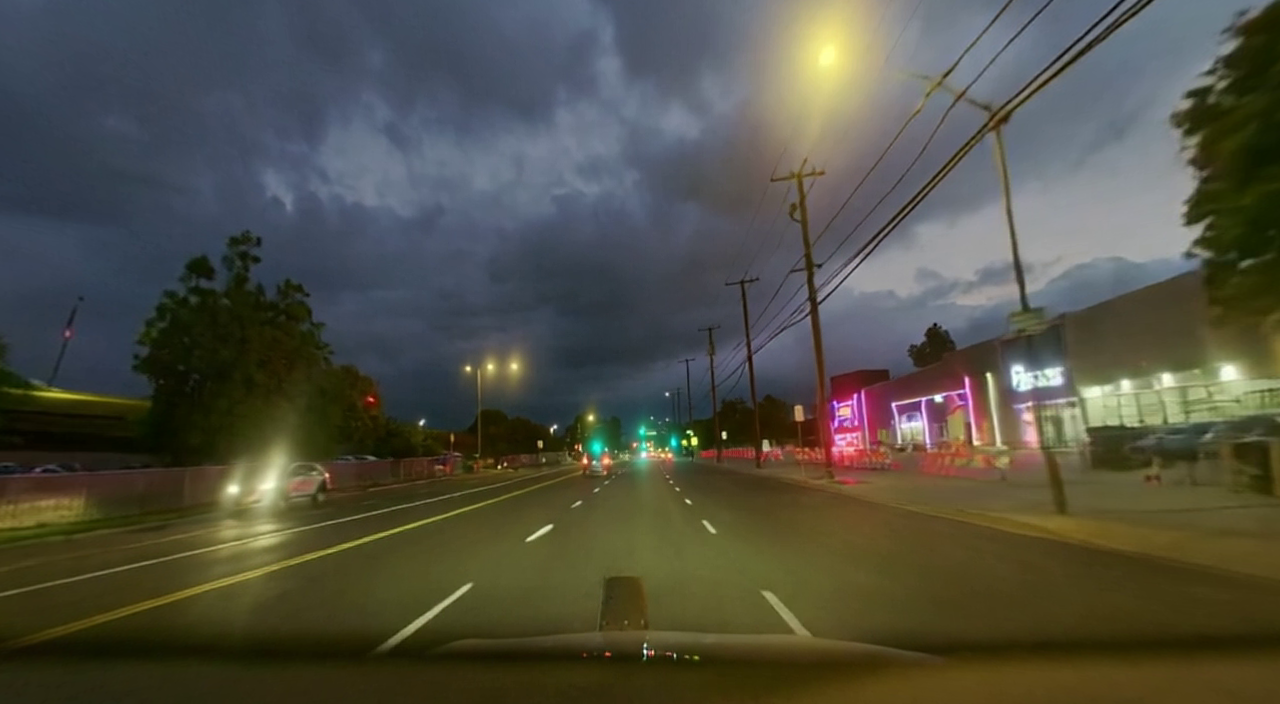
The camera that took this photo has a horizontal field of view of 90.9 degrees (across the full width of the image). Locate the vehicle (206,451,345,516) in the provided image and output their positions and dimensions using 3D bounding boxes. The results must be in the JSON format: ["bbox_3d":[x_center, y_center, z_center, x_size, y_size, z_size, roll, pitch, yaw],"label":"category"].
[{"bbox_3d":[-11.981,4.296,21.135,2.052,1.898,4.253,-1,-8,1],"label":"vehicle"}]

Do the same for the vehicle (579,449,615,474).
[{"bbox_3d":[-2.940,7.594,43.958,2.036,1.589,4.549,-1,-8,1],"label":"vehicle"}]
